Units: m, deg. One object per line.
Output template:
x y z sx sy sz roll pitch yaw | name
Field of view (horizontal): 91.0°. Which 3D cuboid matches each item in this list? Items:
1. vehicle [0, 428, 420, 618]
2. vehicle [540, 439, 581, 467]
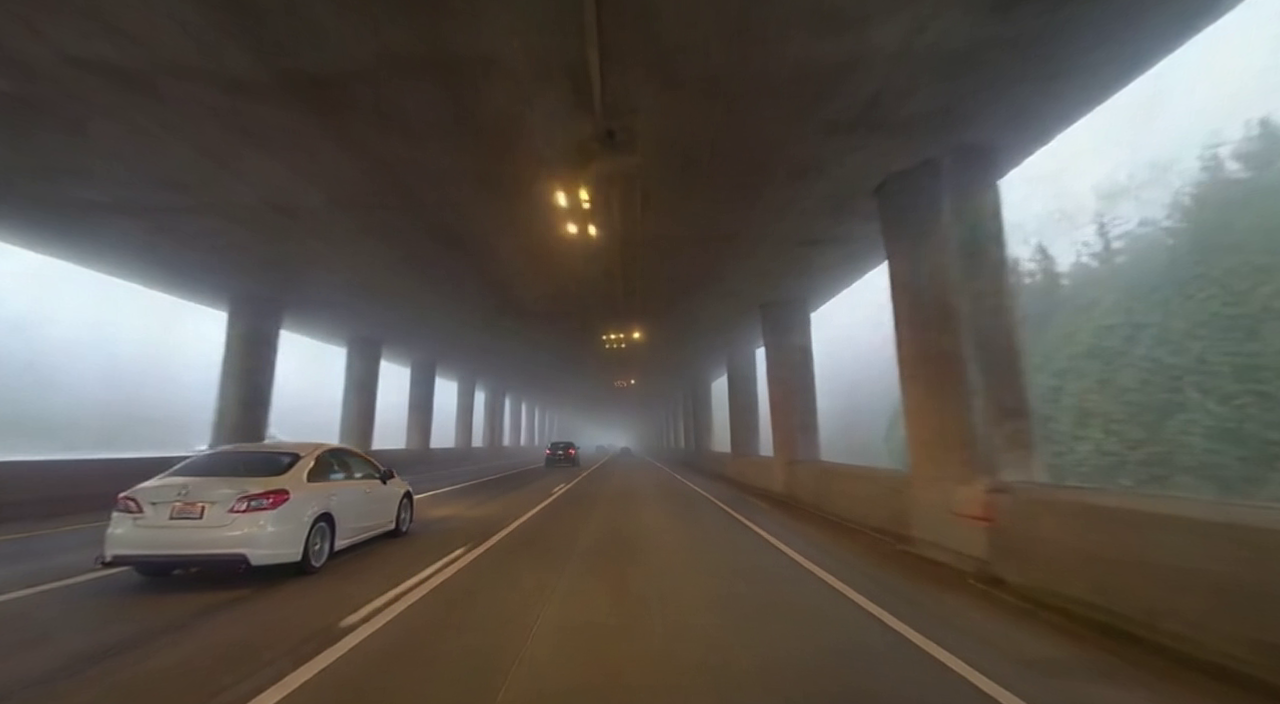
-4.142 1.620 7.021 1.885 1.424 4.230 0 -8 -1 | vehicle
-4.581 5.853 36.697 1.973 1.474 4.199 0 -8 -1 | vehicle
